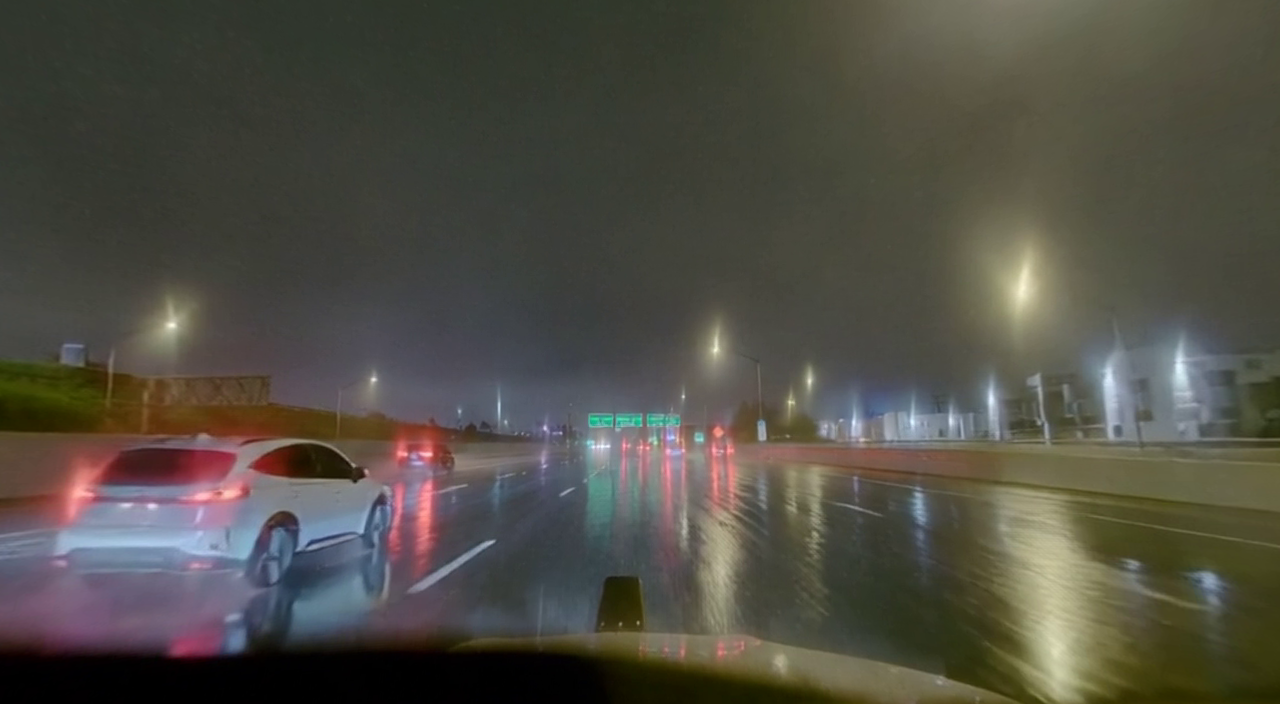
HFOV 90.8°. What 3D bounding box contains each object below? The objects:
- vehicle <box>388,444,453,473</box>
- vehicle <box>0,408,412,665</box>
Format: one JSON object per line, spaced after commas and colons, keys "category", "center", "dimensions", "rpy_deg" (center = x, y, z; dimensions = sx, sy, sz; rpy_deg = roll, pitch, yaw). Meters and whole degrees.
{"category": "vehicle", "center": [-11.375, 5.513, 33.032], "dimensions": [1.861, 1.373, 4.211], "rpy_deg": [0, -8, 0]}
{"category": "vehicle", "center": [-4.052, 1.428, 6.069], "dimensions": [2.051, 1.516, 4.493], "rpy_deg": [0, -8, 0]}
